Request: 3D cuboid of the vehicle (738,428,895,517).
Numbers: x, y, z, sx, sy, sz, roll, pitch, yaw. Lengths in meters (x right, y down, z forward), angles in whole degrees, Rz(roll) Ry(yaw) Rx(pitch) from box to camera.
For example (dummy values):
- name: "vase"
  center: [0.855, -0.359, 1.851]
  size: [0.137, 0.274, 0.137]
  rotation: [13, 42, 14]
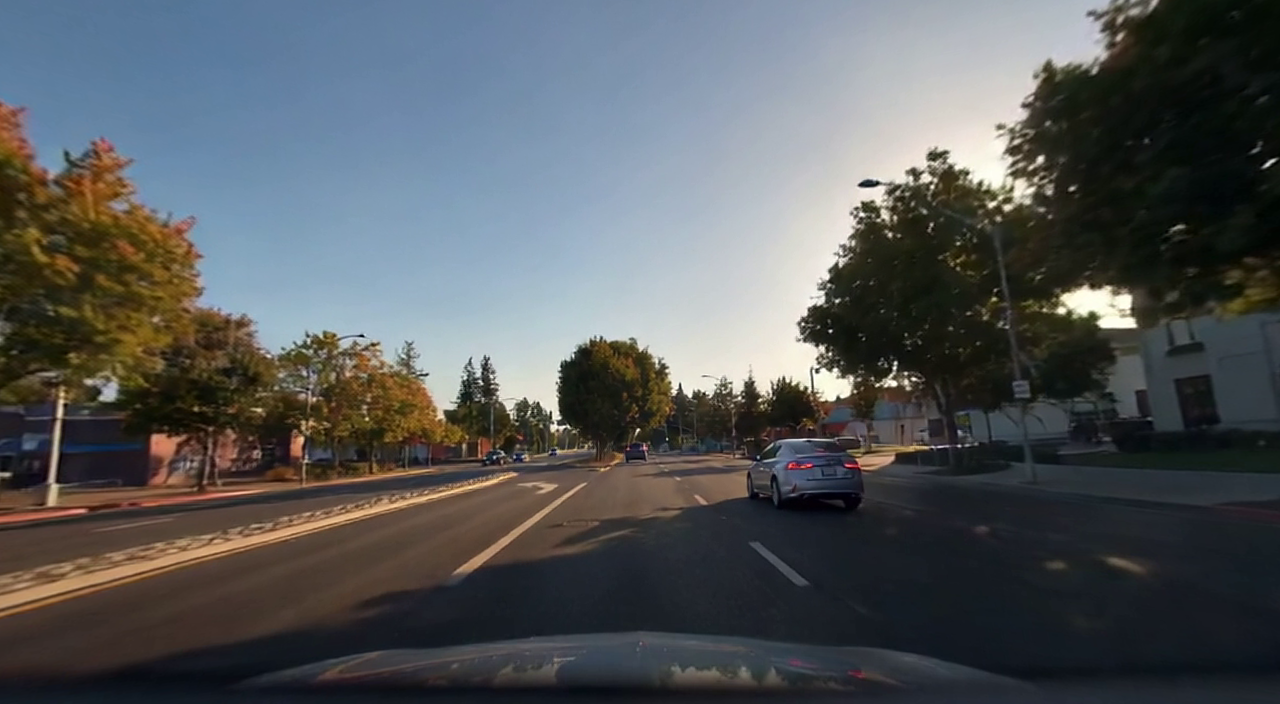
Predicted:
- name: "vehicle"
  center: [3.607, 2.562, 14.002]
  size: [1.995, 1.616, 4.729]
  rotation: [0, -8, -2]
